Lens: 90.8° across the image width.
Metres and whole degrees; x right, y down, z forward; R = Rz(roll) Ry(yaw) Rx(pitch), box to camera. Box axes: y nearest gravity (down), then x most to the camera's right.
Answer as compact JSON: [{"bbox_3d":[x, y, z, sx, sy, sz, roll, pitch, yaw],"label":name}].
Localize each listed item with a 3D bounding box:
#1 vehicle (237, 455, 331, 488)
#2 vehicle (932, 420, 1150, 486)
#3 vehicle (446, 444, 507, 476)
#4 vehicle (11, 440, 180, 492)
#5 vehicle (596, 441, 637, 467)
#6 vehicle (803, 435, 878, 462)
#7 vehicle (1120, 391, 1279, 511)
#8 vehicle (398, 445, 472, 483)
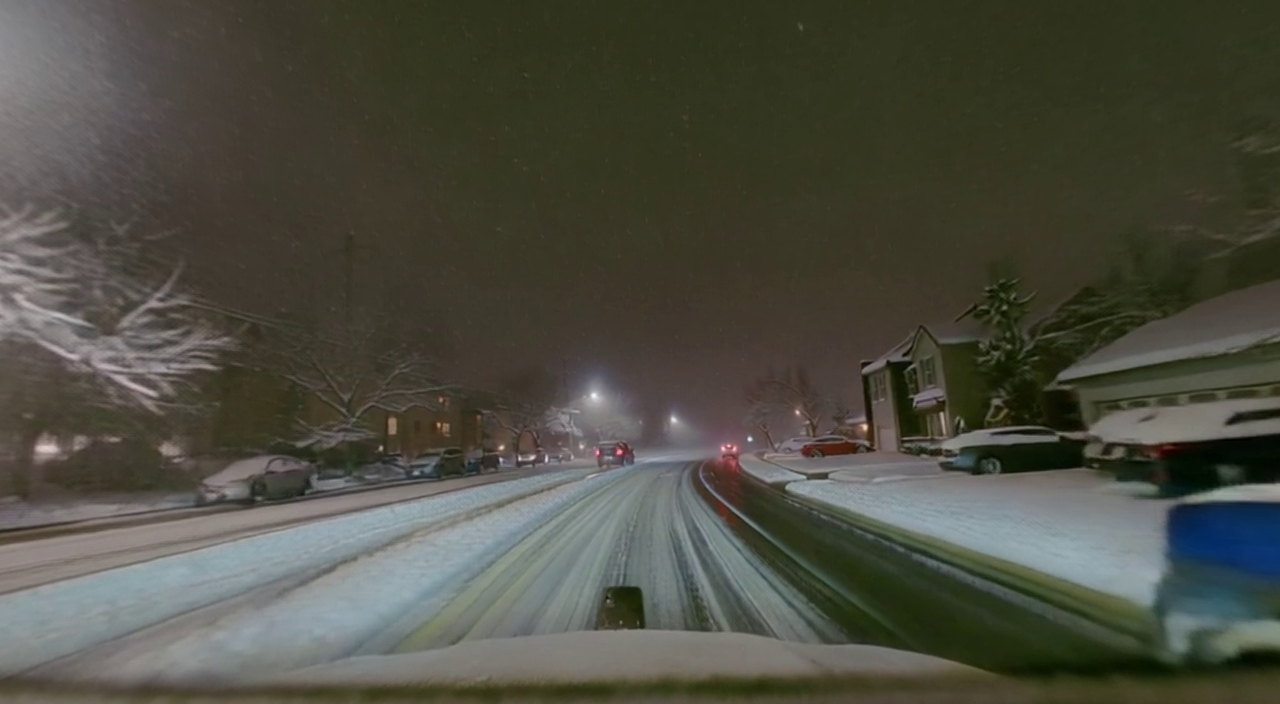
[{"bbox_3d":[-17.289,5.799,30.946,1.872,1.396,4.150,-1,-8,6],"label":"vehicle"},{"bbox_3d":[11.281,2.889,18.140,4.757,1.536,1.938,-4,-9,6],"label":"vehicle"},{"bbox_3d":[-11.395,7.553,44.567,2.114,1.931,5.936,-4,-9,7],"label":"vehicle"},{"bbox_3d":[-20.437,4.318,23.860,4.628,1.808,1.899,0,-12,5],"label":"vehicle"},{"bbox_3d":[-1.608,7.258,45.139,2.135,1.731,4.232,-1,-9,8],"label":"vehicle"},{"bbox_3d":[13.475,6.510,42.640,4.383,1.602,1.920,-4,-9,5],"label":"vehicle"},{"bbox_3d":[11.664,1.526,10.704,5.036,1.782,2.098,-5,-9,6],"label":"vehicle"},{"bbox_3d":[-12.216,6.666,38.078,2.157,1.882,5.479,-7,-9,5],"label":"vehicle"}]
